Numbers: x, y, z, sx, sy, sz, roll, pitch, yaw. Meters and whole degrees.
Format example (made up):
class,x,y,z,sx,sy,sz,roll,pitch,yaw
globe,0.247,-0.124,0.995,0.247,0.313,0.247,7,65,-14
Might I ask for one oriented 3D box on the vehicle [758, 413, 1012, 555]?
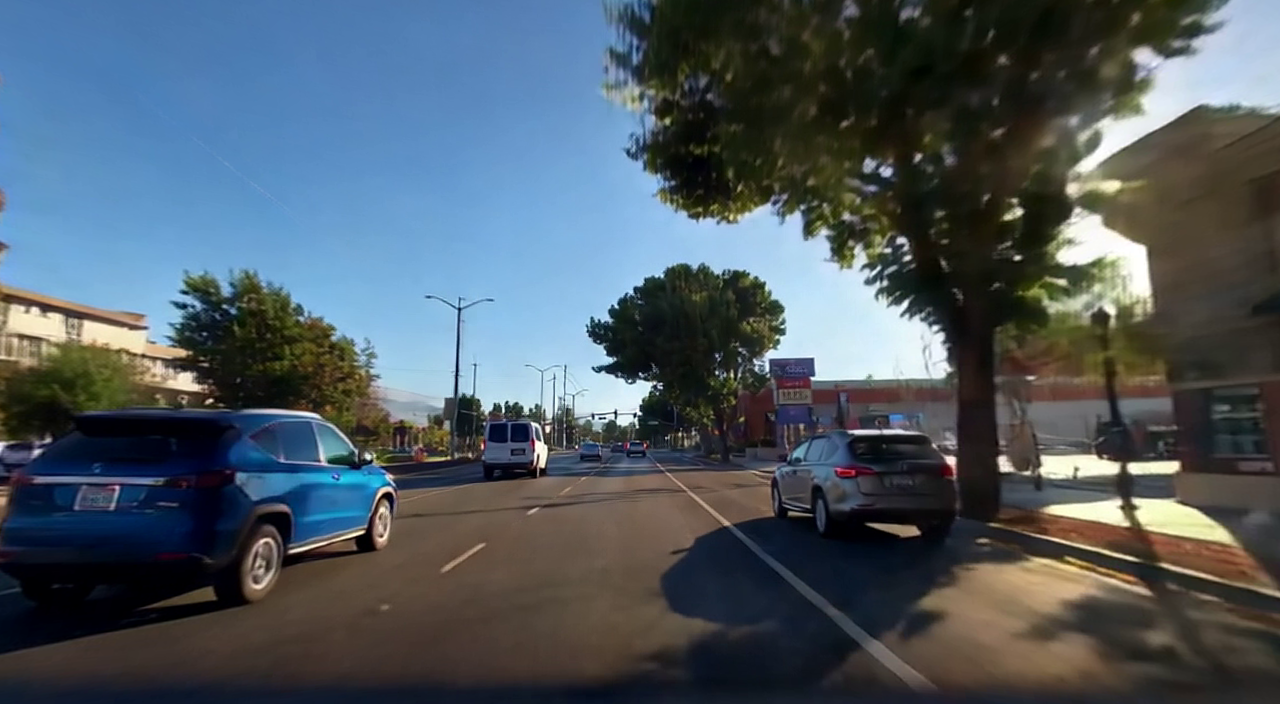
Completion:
class,x,y,z,sx,sy,sz,roll,pitch,yaw
vehicle,3.584,2.044,10.483,2.167,1.792,4.835,0,-9,-1

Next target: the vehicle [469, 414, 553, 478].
class,x,y,z,sx,sy,sz,roll,pitch,yaw
vehicle,-5.728,4.323,29.008,2.863,2.592,6.410,1,-9,-4

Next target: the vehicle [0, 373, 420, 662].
class,x,y,z,sx,sy,sz,roll,pitch,yaw
vehicle,-3.935,1.322,6.055,2.038,1.748,4.303,0,-9,0
